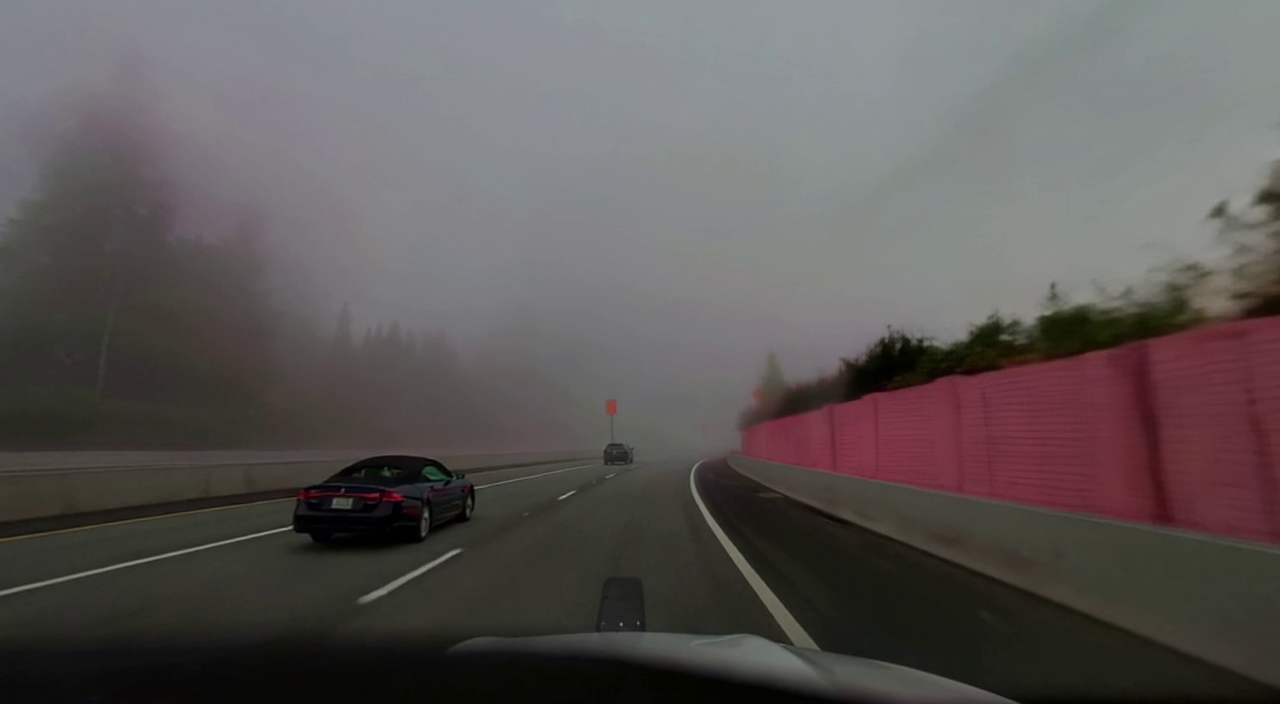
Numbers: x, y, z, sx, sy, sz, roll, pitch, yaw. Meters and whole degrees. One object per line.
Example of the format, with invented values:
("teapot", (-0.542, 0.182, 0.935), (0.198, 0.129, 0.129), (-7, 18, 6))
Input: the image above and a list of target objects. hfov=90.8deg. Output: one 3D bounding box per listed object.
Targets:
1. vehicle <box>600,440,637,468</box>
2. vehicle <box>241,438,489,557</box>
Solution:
("vehicle", (-1.304, 6.496, 40.367), (1.833, 1.697, 3.984), (-1, -9, 6))
("vehicle", (-3.853, 2.095, 9.819), (1.746, 1.405, 4.339), (-1, -9, 2))
